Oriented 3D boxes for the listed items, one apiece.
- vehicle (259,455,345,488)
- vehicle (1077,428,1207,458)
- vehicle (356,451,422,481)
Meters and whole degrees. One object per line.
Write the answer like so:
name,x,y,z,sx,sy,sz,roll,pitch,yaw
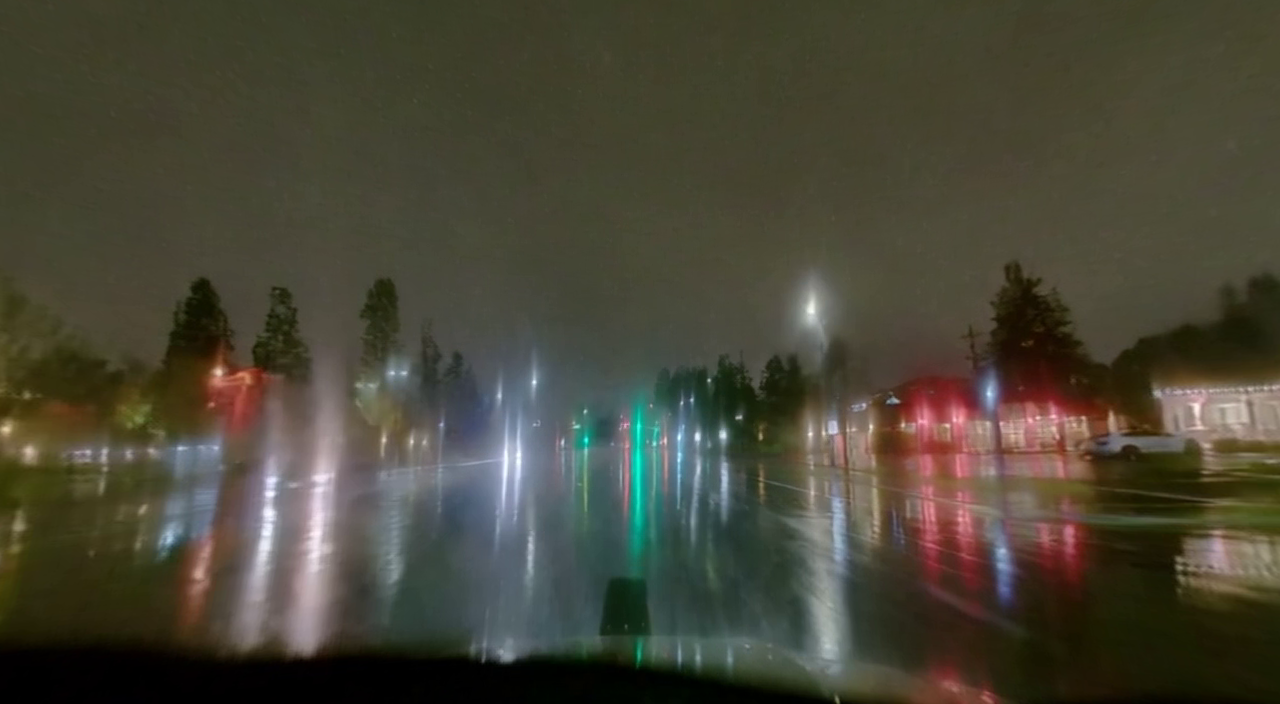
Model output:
vehicle,-17.888,6.326,33.668,1.945,1.486,4.652,-2,-8,1
vehicle,25.983,4.762,32.887,4.942,1.435,1.987,-5,-9,28
vehicle,-14.287,6.477,36.098,1.963,1.487,4.331,-3,-8,1
